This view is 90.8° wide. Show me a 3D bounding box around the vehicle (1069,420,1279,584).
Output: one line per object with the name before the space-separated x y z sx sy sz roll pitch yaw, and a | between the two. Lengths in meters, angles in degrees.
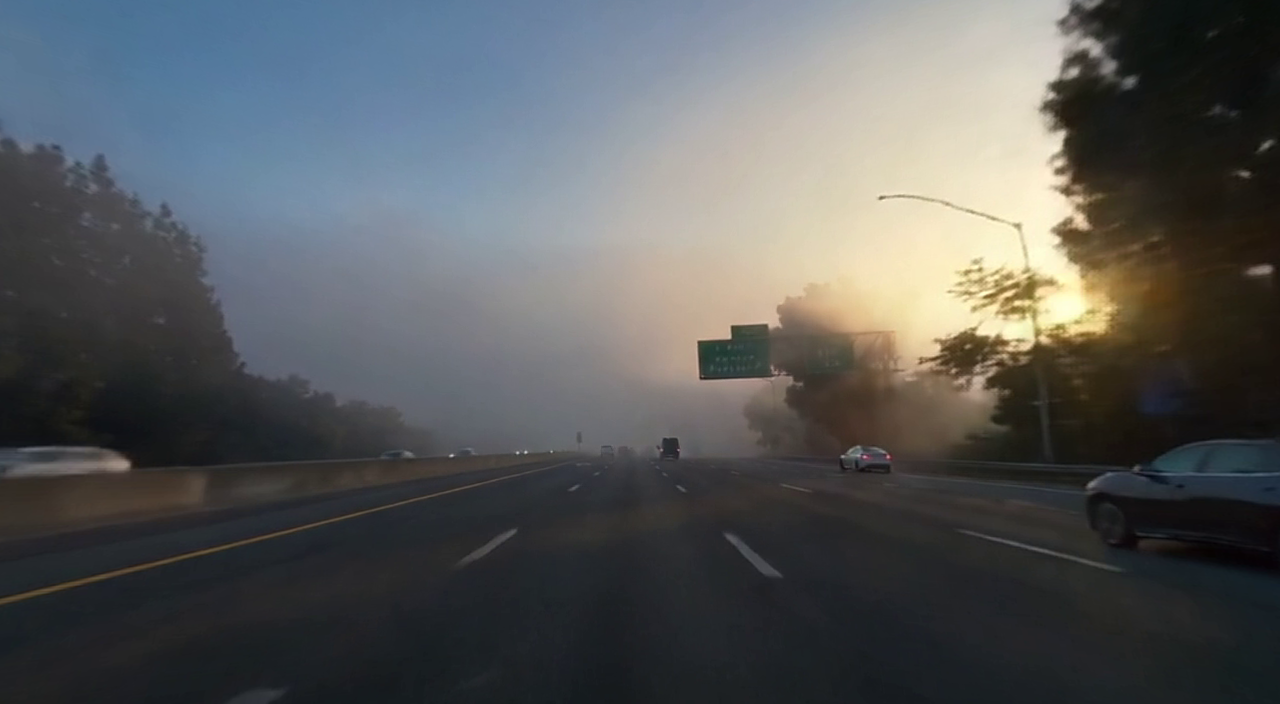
vehicle | 6.853 1.439 6.206 1.861 1.500 4.860 0 -9 0

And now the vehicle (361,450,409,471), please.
vehicle | -19.418 8.278 48.247 1.832 1.484 4.366 0 -9 0

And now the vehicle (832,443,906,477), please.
vehicle | 10.811 5.119 30.187 1.878 1.509 4.327 0 -9 0

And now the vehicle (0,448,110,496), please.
vehicle | -23.349 4.505 24.084 1.864 1.680 5.079 0 -9 0
